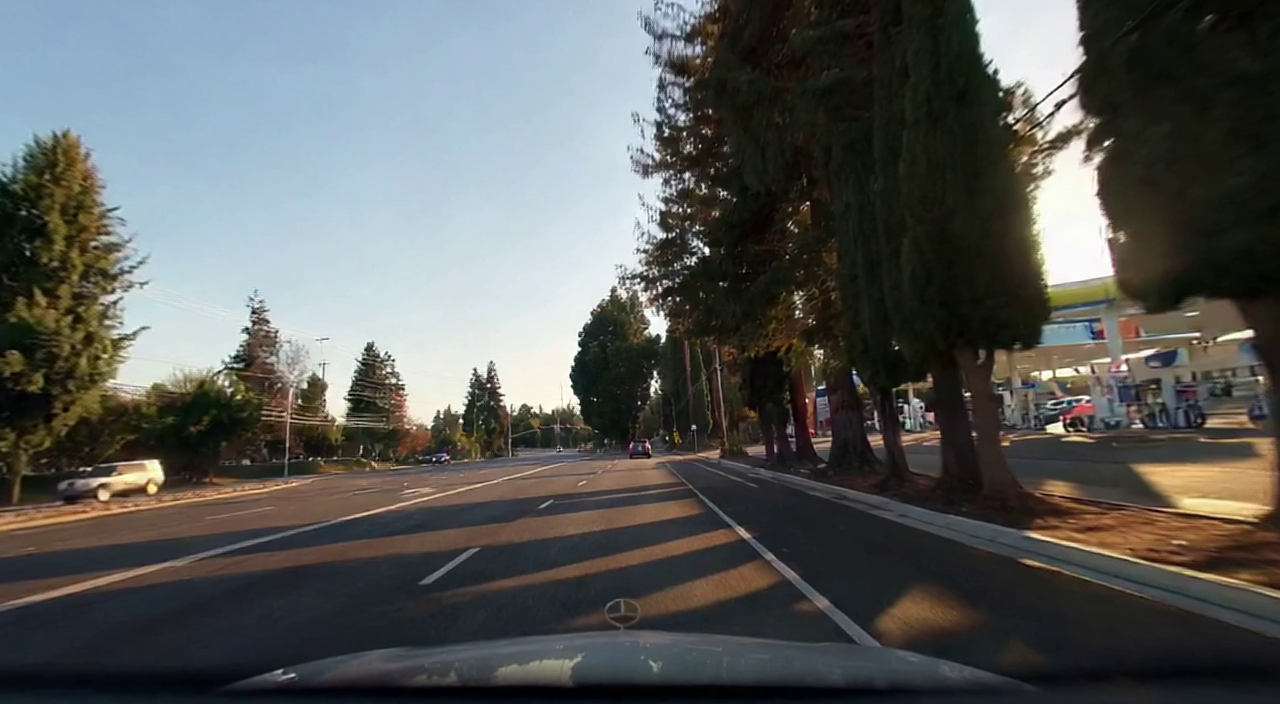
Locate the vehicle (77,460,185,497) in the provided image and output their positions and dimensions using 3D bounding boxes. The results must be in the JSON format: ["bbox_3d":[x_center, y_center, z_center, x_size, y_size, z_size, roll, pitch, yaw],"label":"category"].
[{"bbox_3d":[-28.079,6.968,35.147,1.914,1.762,5.067,0,-9,-2],"label":"vehicle"}]
